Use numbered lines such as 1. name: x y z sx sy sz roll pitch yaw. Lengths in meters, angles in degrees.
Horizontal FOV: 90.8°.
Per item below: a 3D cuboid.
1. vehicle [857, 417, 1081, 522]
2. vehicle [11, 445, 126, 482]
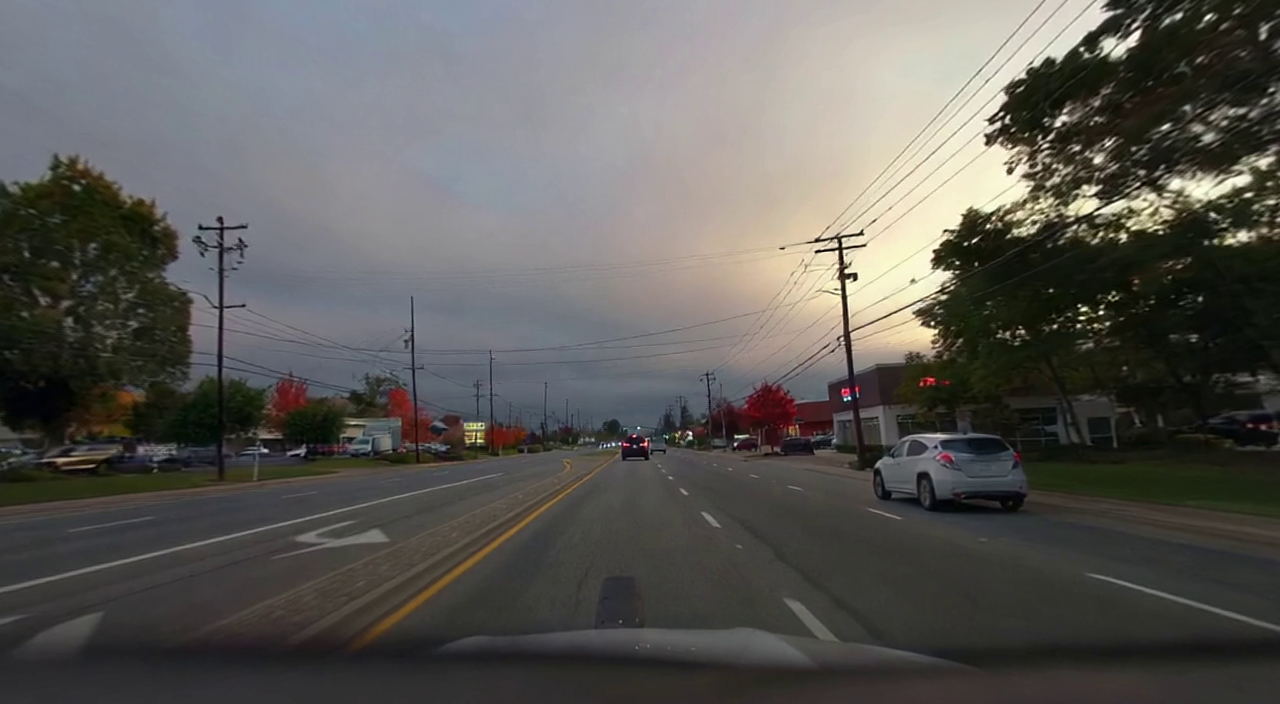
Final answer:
1. vehicle: 6.206 2.262 12.678 1.995 1.705 4.434 0 -8 -1
2. vehicle: -30.824 5.991 34.341 1.979 1.855 5.380 1 -9 -11
